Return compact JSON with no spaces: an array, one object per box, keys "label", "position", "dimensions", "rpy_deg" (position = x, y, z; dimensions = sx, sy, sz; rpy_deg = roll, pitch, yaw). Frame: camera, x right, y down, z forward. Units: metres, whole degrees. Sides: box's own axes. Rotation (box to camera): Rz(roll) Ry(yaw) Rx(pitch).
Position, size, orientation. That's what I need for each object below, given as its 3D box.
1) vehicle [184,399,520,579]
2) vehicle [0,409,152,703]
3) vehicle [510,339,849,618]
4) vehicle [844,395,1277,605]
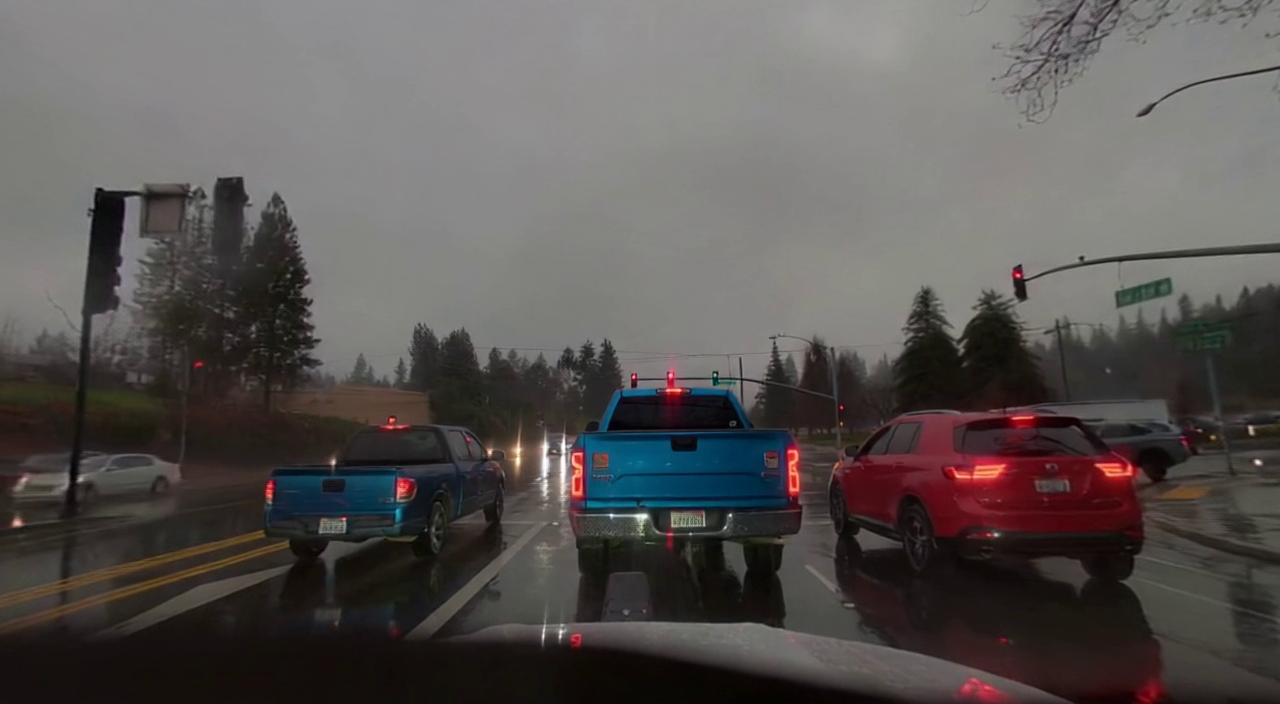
[{"label":"vehicle","position":[-3.287,1.685,8.584],"dimensions":[2.125,1.739,4.707],"rpy_deg":[0,-8,3]},{"label":"vehicle","position":[-3.388,0.708,0.651],"dimensions":[1.998,1.481,4.656],"rpy_deg":[0,-8,1]},{"label":"vehicle","position":[0.331,1.279,7.165],"dimensions":[2.505,2.084,4.768],"rpy_deg":[0,-8,1]},{"label":"vehicle","position":[4.041,1.487,7.191],"dimensions":[1.984,1.659,4.226],"rpy_deg":[0,-8,0]}]
